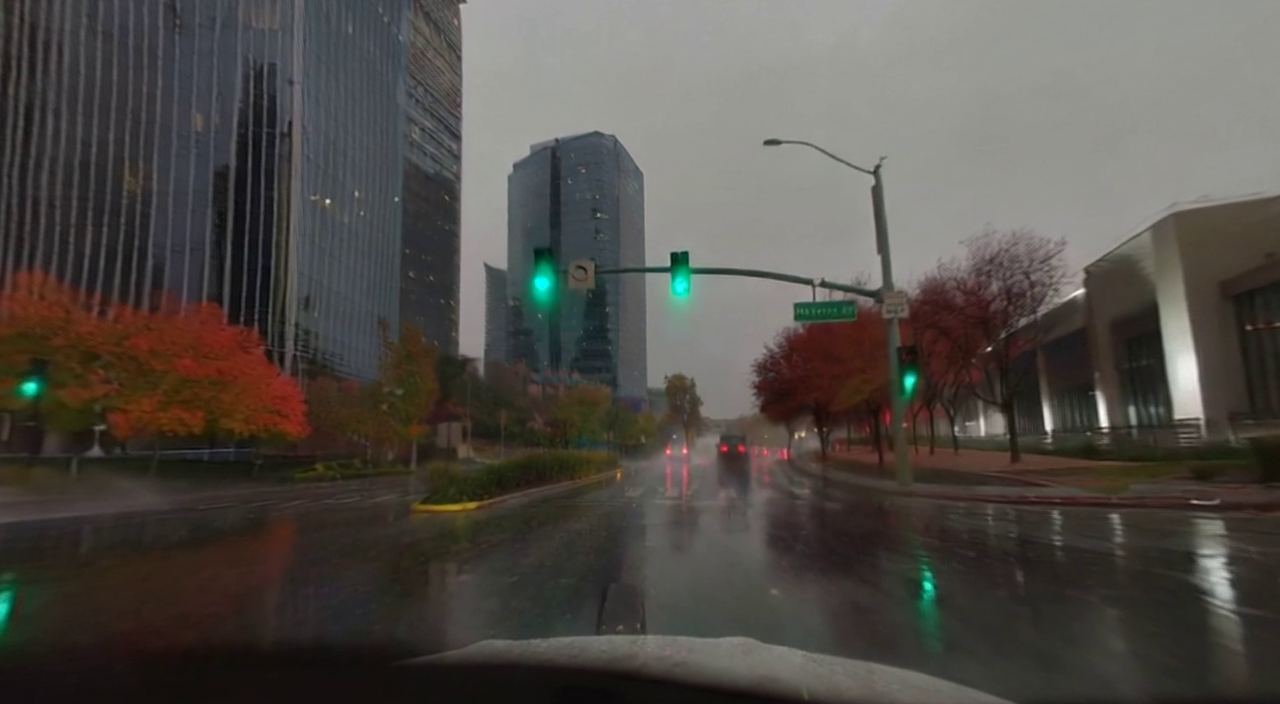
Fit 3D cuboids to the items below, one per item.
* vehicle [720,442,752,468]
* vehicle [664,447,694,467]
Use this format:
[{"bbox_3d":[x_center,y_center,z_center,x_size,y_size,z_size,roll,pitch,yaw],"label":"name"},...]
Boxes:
[{"bbox_3d":[7.002,7.578,46.471,2.174,1.749,4.739,-1,-9,7],"label":"vehicle"},{"bbox_3d":[3.135,8.291,49.855,2.014,1.525,4.197,-1,-9,8],"label":"vehicle"}]
